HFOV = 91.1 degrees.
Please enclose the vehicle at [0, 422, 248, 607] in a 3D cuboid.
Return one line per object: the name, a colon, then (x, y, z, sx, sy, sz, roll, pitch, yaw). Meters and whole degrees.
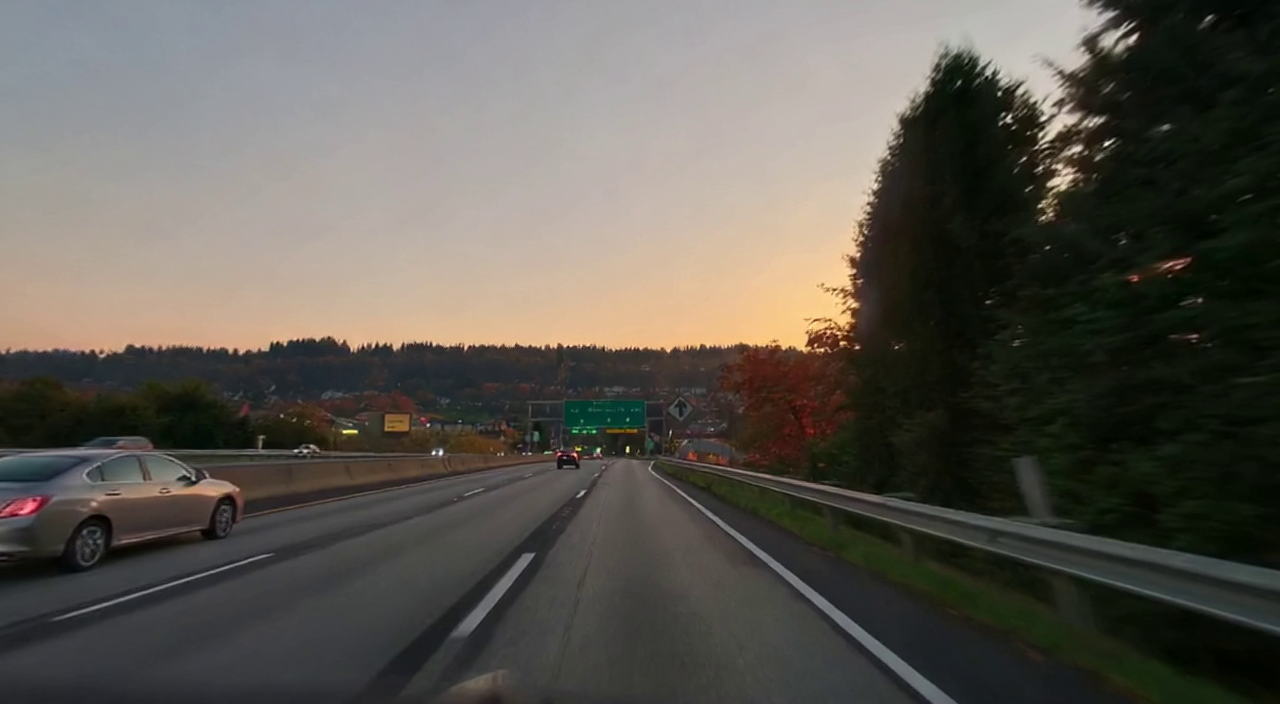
vehicle: (-6.553, 1.589, 6.595, 2.034, 1.578, 4.488, 0, -9, -1)
